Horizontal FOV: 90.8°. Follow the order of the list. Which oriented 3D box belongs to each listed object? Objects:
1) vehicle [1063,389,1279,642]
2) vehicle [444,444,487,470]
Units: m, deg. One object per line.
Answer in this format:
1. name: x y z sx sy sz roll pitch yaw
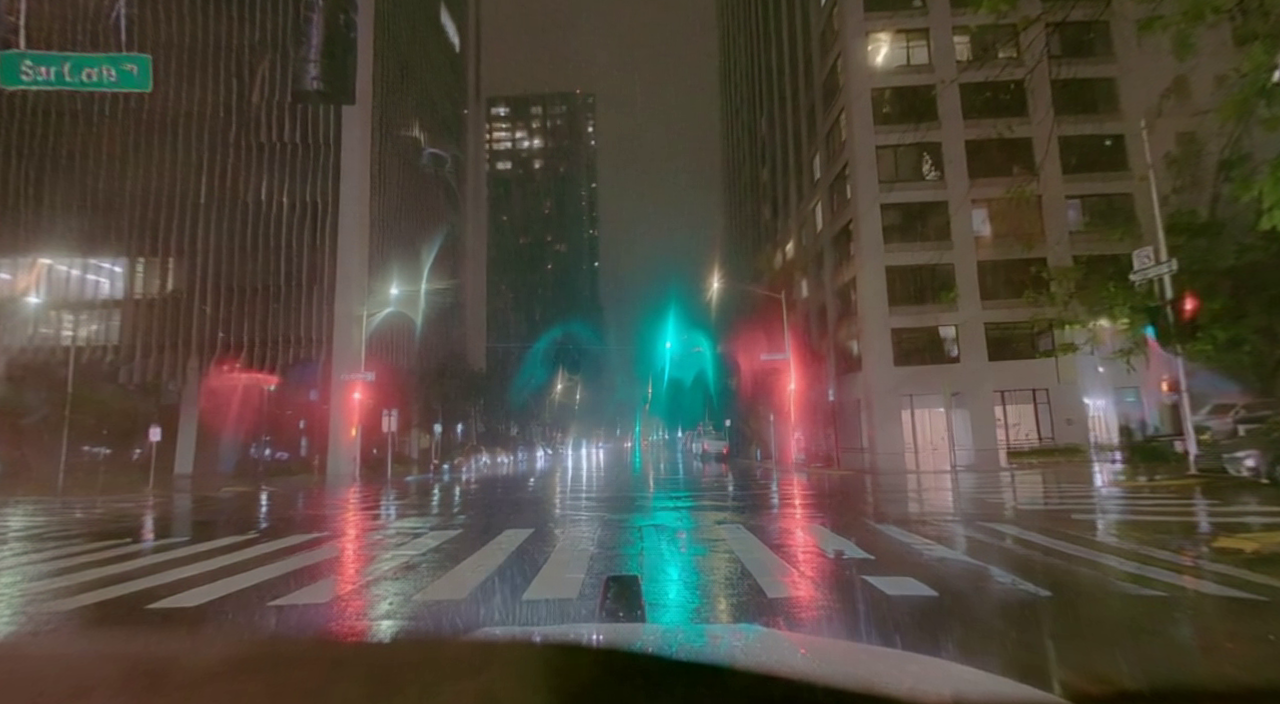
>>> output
1. vehicle: 5.664 1.134 4.287 2.070 1.804 4.881 0 -8 -2
2. vehicle: -12.471 7.502 45.371 1.935 1.639 4.244 -3 -8 -2
